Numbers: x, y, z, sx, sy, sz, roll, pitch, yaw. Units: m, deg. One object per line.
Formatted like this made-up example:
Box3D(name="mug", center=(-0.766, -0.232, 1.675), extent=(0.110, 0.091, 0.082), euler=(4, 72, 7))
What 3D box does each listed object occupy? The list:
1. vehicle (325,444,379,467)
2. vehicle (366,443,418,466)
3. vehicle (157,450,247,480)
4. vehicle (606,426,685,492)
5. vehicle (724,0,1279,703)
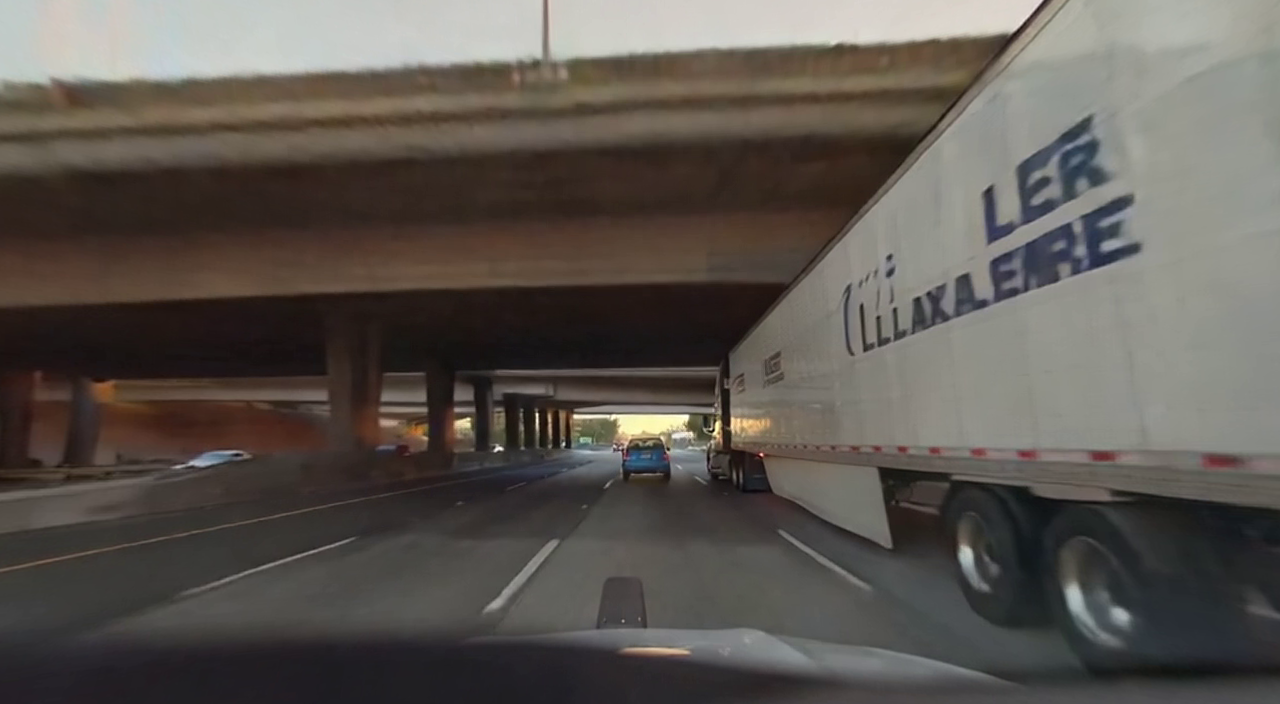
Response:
Box3D(name="vehicle", center=(-21.955, 7.906, 48.049), extent=(1.927, 1.604, 4.541), euler=(-1, -8, 1))
Box3D(name="vehicle", center=(-18.300, 7.567, 46.458), extent=(1.953, 1.598, 4.437), euler=(-1, -8, 1))
Box3D(name="vehicle", center=(-25.393, 6.522, 36.640), extent=(1.871, 1.540, 4.626), euler=(-1, -8, 1))
Box3D(name="vehicle", center=(0.170, 3.121, 18.681), extent=(2.054, 1.706, 4.201), euler=(-1, -8, 1))
Box3D(name="vehicle", center=(3.404, 0.264, 7.695), extent=(2.909, 4.135, 15.820), euler=(-1, -8, 1))
